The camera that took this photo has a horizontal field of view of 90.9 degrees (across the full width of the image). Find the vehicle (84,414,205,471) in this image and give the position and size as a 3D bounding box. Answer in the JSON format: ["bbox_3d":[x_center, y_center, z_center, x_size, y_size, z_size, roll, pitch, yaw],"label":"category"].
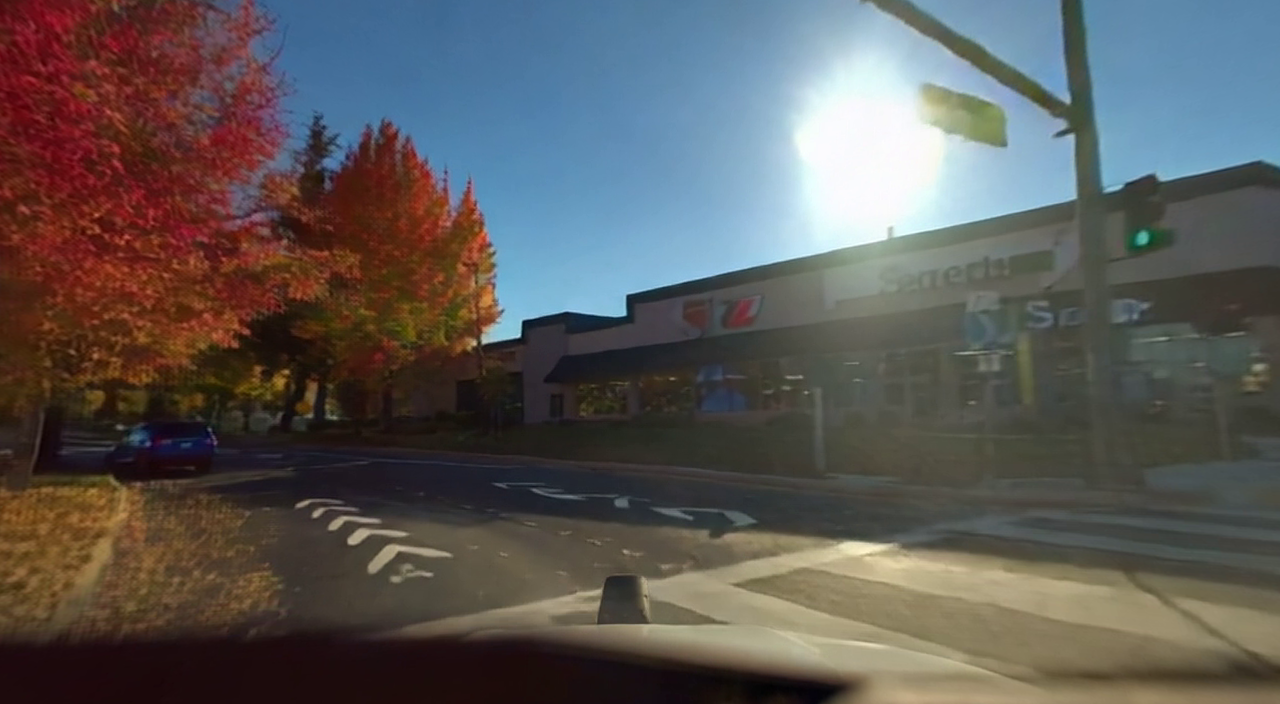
[{"bbox_3d":[-18.026,3.237,22.864,5.110,1.814,2.146,-6,-9,38],"label":"vehicle"}]
